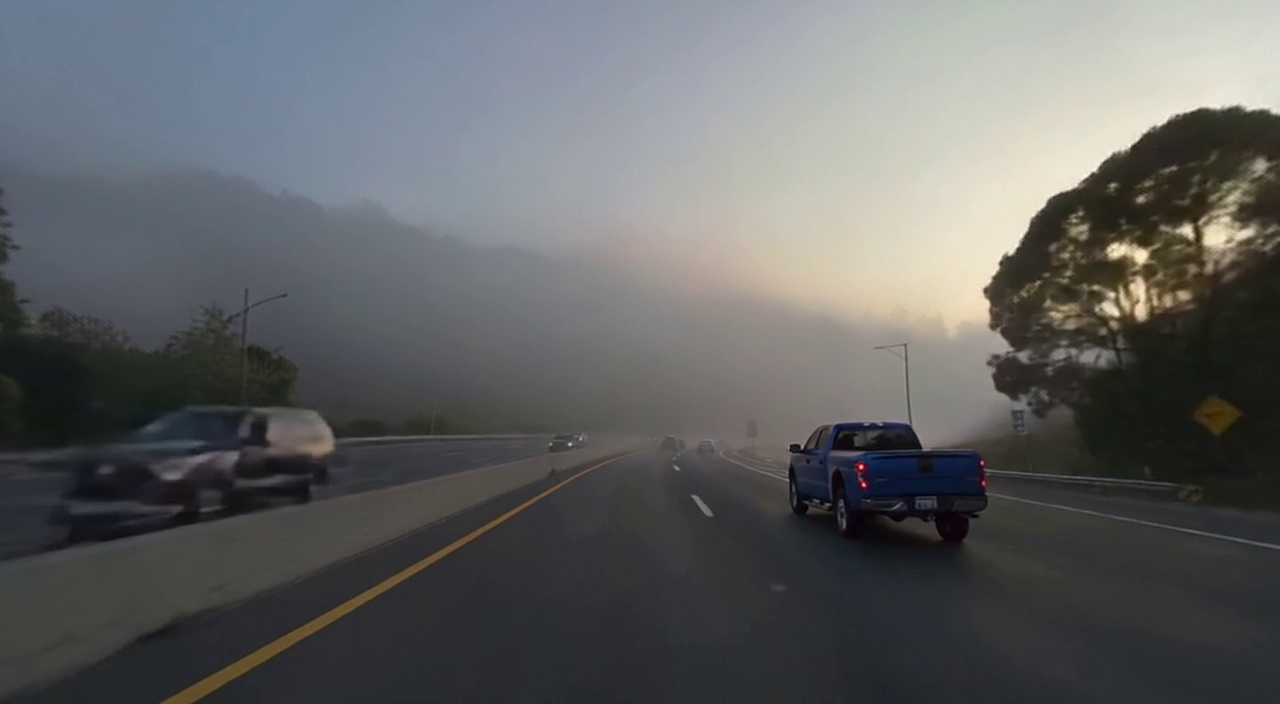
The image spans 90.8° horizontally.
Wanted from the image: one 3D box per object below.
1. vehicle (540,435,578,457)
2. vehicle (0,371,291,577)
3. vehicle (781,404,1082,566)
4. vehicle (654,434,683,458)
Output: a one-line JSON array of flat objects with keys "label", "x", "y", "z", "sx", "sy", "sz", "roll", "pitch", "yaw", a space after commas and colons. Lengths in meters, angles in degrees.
[{"label": "vehicle", "x": -5.967, "y": 7.047, "z": 47.124, "sx": 1.990, "sy": 1.533, "sz": 4.572, "roll": -1, "pitch": -9, "yaw": 3}, {"label": "vehicle", "x": -6.671, "y": 1.391, "z": 7.645, "sx": 2.104, "sy": 1.790, "sz": 4.792, "roll": 0, "pitch": -9, "yaw": 0}, {"label": "vehicle", "x": 3.672, "y": 1.791, "z": 9.239, "sx": 2.151, "sy": 1.744, "sz": 4.709, "roll": 0, "pitch": -9, "yaw": 0}, {"label": "vehicle", "x": 2.260, "y": 7.340, "z": 49.404, "sx": 2.186, "sy": 1.782, "sz": 4.100, "roll": -1, "pitch": -9, "yaw": 4}]
